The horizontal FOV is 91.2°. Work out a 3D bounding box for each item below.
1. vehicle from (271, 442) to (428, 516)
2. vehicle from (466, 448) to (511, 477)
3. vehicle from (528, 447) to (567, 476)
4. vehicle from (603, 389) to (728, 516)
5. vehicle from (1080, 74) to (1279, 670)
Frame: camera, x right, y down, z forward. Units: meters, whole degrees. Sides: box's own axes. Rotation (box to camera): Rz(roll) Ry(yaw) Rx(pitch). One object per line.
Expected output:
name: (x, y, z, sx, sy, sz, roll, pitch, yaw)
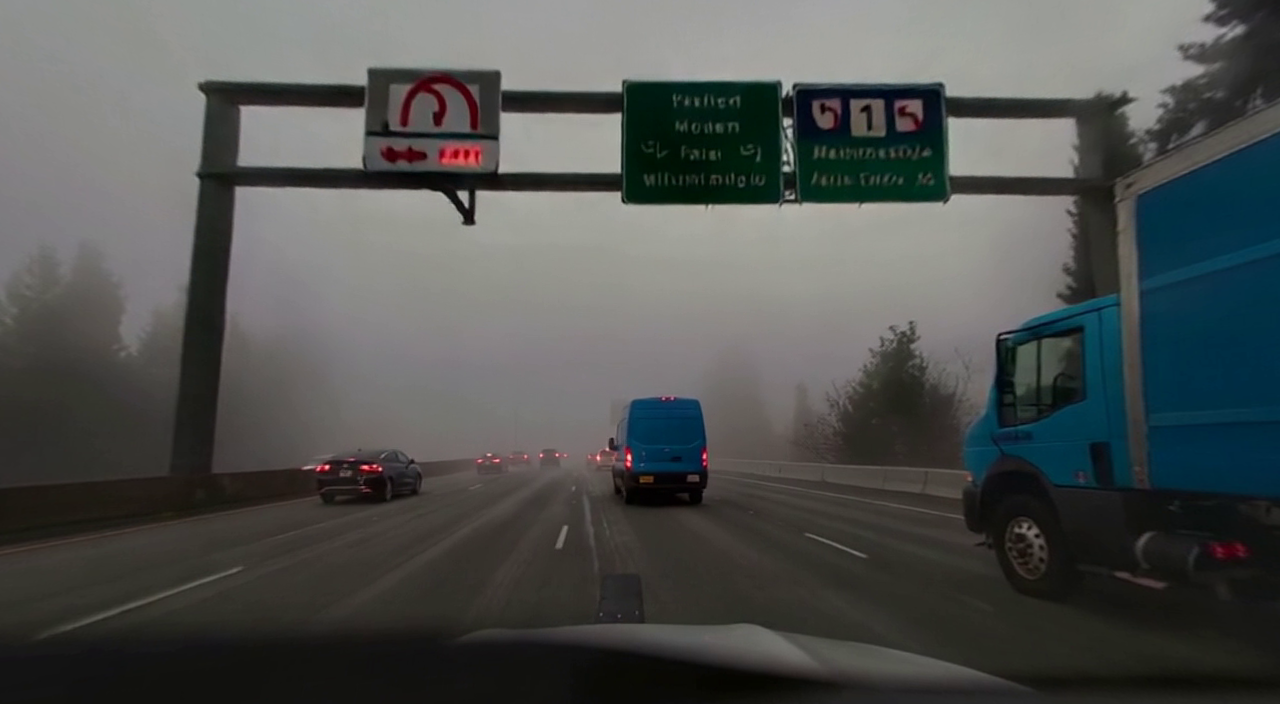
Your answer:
vehicle: (-6.776, 2.976, 15.248, 2.003, 1.498, 4.386, 0, -9, -5)
vehicle: (-8.411, 6.160, 35.145, 2.026, 1.506, 4.102, 1, -9, -7)
vehicle: (-5.179, 6.175, 35.566, 2.002, 1.536, 4.021, 1, -9, -6)
vehicle: (0.365, 2.420, 15.307, 2.268, 2.551, 5.144, 1, -9, -6)
vehicle: (5.454, -0.387, 0.553, 2.800, 3.507, 9.244, 0, -9, -4)
